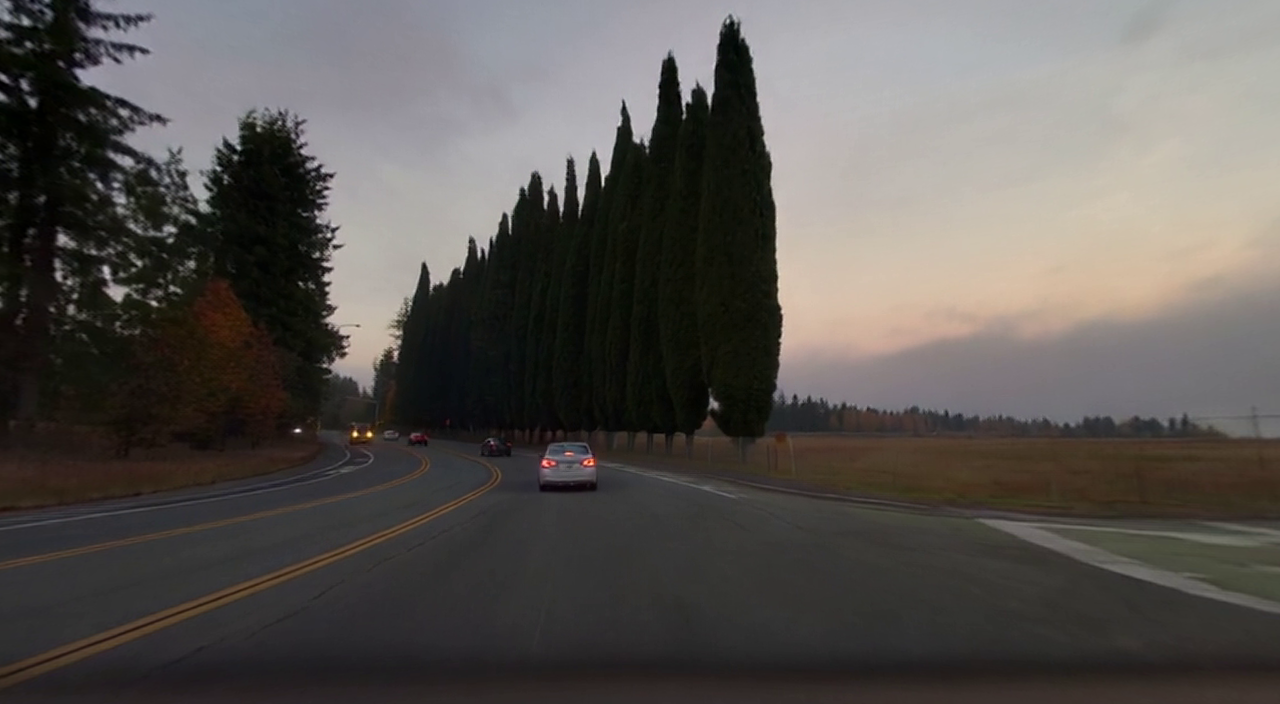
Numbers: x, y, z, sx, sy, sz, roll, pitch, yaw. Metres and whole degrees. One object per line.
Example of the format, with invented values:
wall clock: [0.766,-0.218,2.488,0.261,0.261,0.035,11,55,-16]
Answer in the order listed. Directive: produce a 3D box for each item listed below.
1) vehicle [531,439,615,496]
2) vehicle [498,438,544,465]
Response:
vehicle: [-2.147,3.474,19.353,2.296,1.510,4.068,1,-9,-9]
vehicle: [-7.226,5.971,37.876,2.080,1.530,3.719,3,-9,-20]
